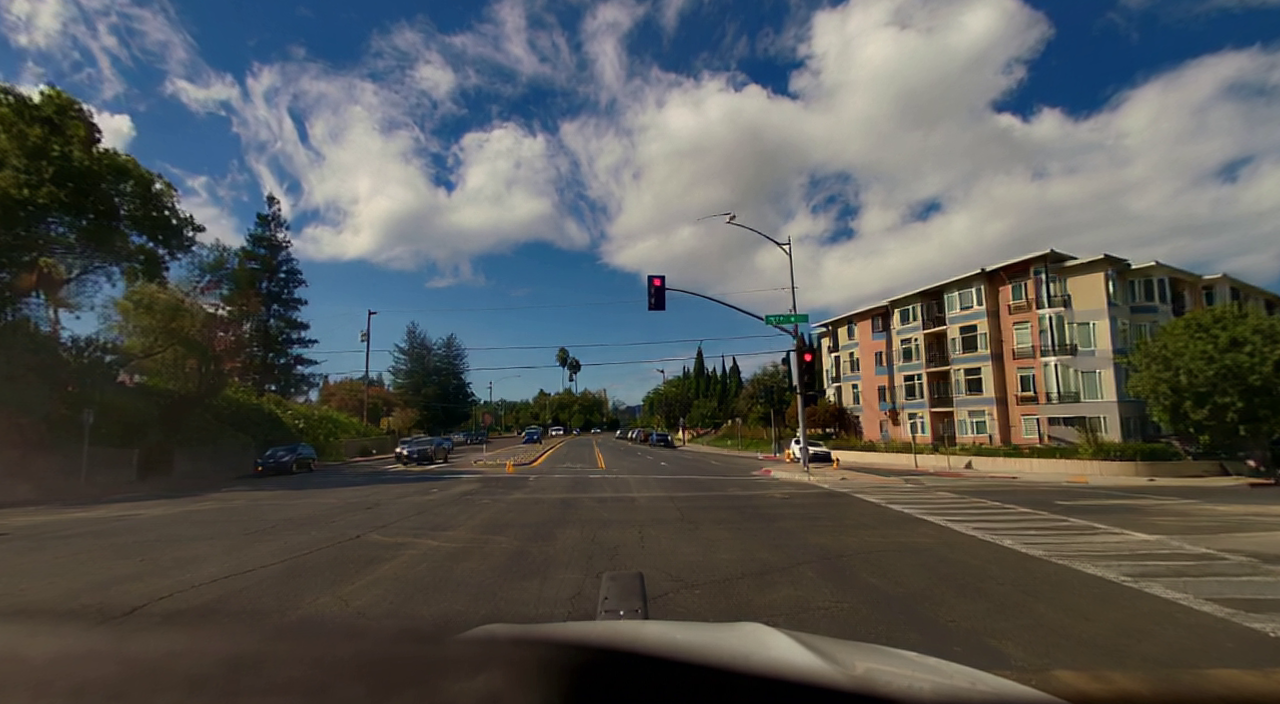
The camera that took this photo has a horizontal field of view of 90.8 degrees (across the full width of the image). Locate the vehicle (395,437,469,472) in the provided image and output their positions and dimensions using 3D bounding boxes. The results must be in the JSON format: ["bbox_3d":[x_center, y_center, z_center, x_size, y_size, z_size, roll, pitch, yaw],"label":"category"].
[{"bbox_3d":[-9.683,4.802,29.790,2.116,1.521,4.294,0,-9,-1],"label":"vehicle"}]

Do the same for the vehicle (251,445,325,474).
[{"bbox_3d":[-21.111,6.451,38.092,1.981,1.628,4.336,0,-9,-1],"label":"vehicle"}]

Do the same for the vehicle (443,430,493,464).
[{"bbox_3d":[-9.782,5.456,36.186,1.910,1.818,4.057,0,-9,-3],"label":"vehicle"}]
